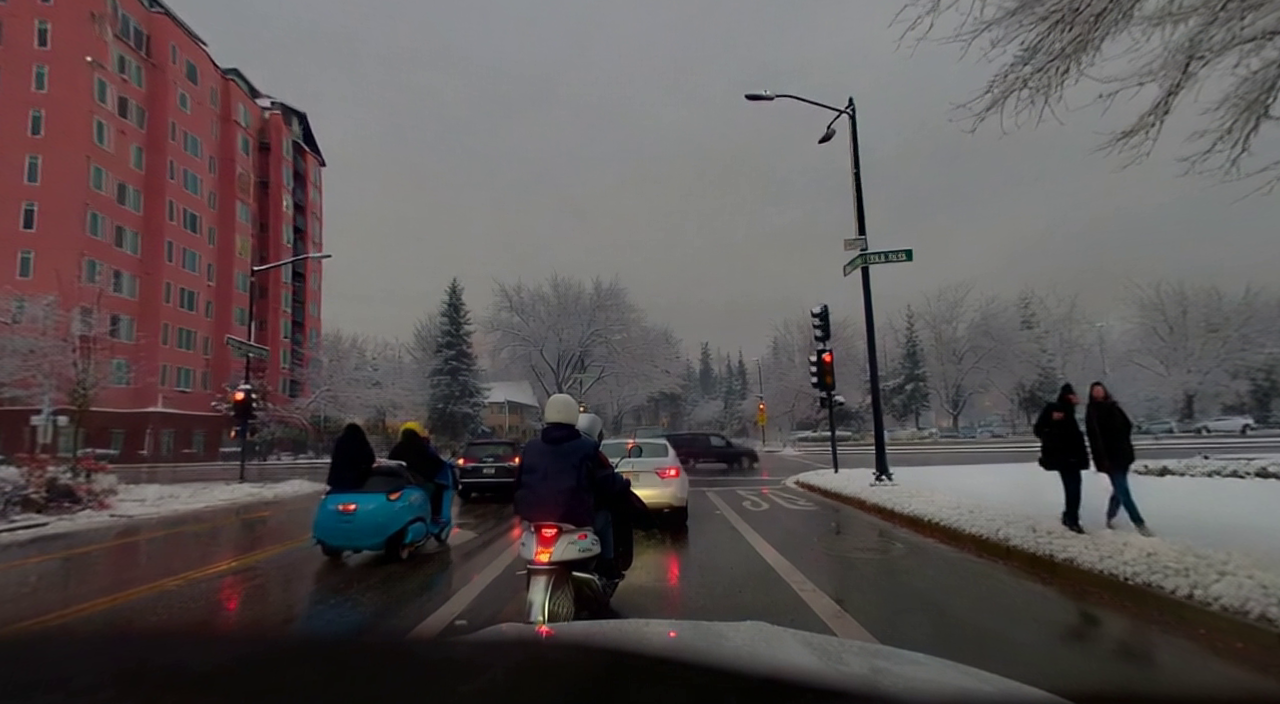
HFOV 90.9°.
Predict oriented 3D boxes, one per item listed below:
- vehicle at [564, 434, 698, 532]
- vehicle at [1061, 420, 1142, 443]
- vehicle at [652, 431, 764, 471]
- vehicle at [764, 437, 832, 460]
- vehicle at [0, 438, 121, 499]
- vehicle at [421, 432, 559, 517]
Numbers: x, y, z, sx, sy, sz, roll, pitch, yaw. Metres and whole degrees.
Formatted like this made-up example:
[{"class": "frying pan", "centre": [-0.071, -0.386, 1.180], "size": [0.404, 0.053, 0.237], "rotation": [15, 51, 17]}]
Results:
[{"class": "vehicle", "centre": [-0.102, 2.297, 11.617], "size": [2.025, 1.458, 4.085], "rotation": [-1, -9, 1]}, {"class": "vehicle", "centre": [30.806, 5.337, 42.135], "size": [1.751, 1.420, 4.027], "rotation": [8, -12, -43]}, {"class": "vehicle", "centre": [3.351, 4.864, 30.870], "size": [5.226, 1.840, 2.016], "rotation": [-2, -9, 13]}, {"class": "vehicle", "centre": [10.440, 6.425, 41.918], "size": [1.862, 1.456, 4.661], "rotation": [4, -9, -24]}, {"class": "vehicle", "centre": [-28.915, 5.661, 30.345], "size": [5.890, 2.393, 2.346], "rotation": [-5, -7, 0]}, {"class": "vehicle", "centre": [-3.162, 2.677, 14.224], "size": [1.935, 1.615, 4.073], "rotation": [-1, -9, 3]}]
